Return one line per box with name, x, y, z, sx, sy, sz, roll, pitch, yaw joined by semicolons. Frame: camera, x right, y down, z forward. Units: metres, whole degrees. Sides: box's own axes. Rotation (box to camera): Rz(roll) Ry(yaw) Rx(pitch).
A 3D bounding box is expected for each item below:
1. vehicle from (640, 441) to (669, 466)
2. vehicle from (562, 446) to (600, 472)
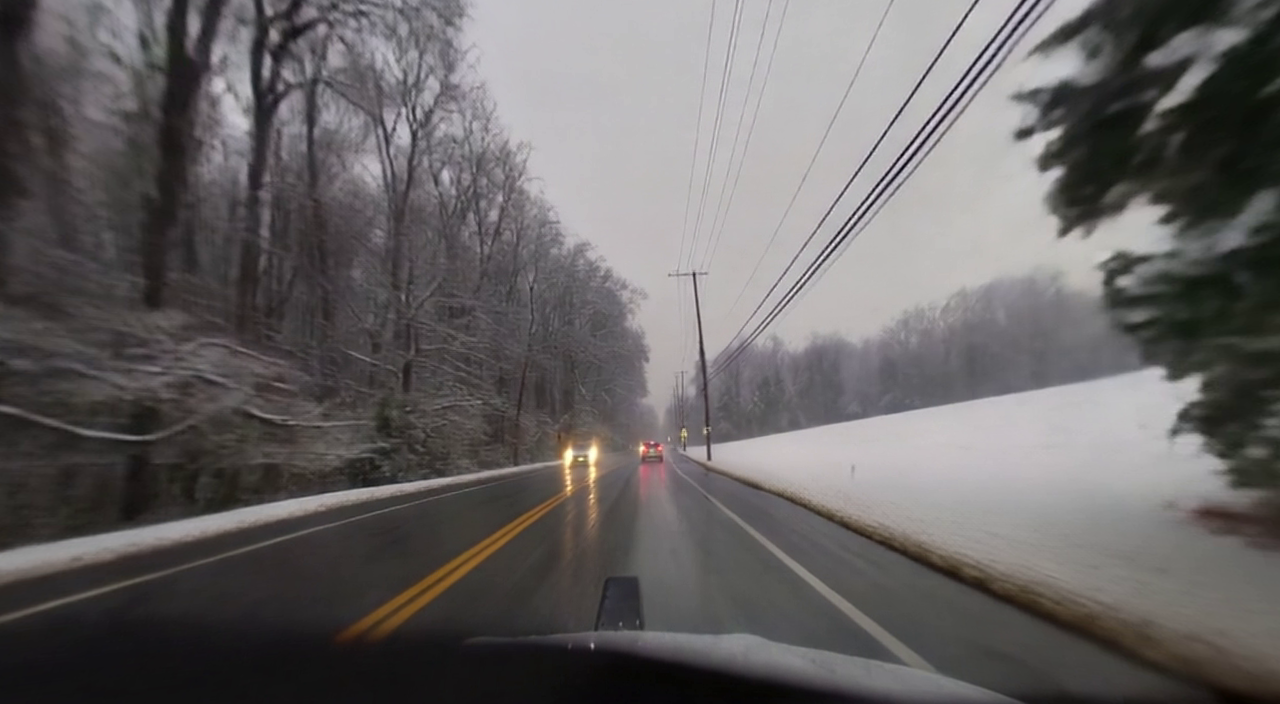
vehicle;1.091;7.632;47.401;2.083;1.767;4.448;0;-9;1
vehicle;-3.589;6.537;38.827;1.894;1.537;3.642;0;-9;1
